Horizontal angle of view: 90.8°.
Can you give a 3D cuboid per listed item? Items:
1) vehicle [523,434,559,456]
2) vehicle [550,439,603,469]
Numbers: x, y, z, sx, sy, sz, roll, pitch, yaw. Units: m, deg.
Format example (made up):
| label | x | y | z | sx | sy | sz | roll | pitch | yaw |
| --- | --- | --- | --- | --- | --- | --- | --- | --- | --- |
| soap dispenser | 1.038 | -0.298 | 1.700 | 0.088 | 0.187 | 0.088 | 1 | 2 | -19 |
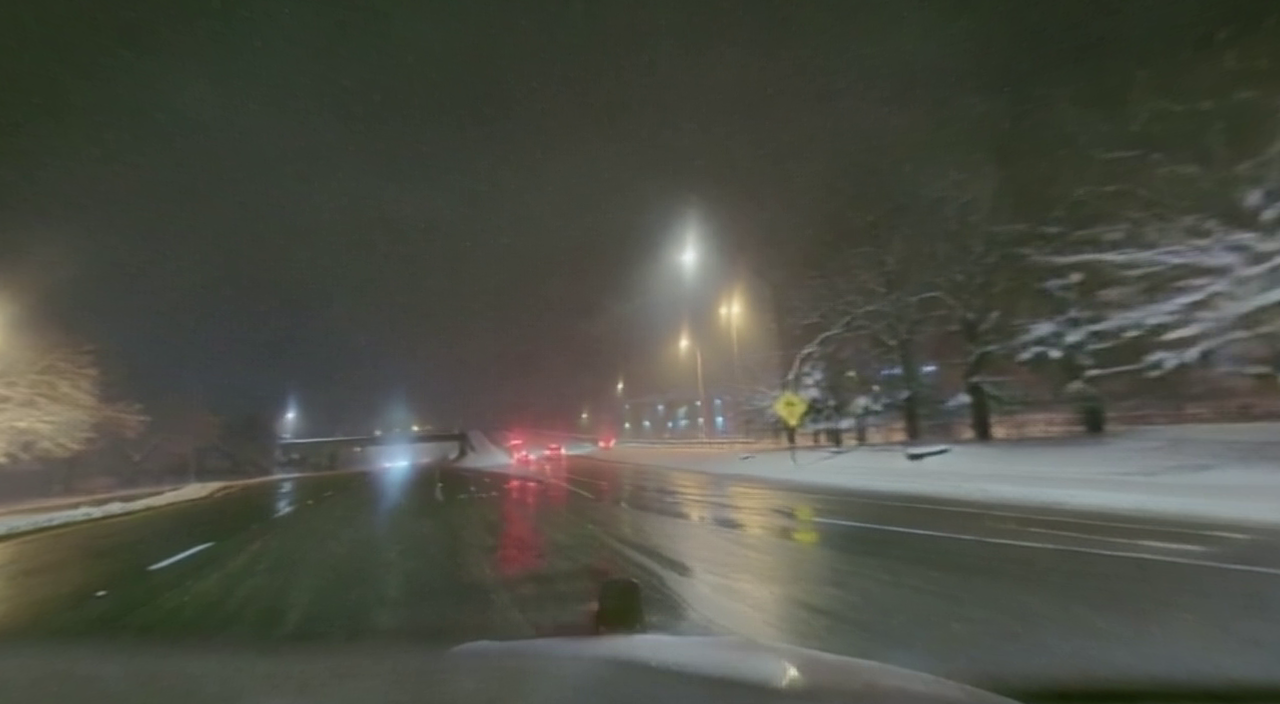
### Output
| label | x | y | z | sx | sy | sz | roll | pitch | yaw |
| --- | --- | --- | --- | --- | --- | --- | --- | --- | --- |
| vehicle | -7.784 | 7.272 | 49.269 | 2.007 | 1.605 | 3.852 | 3 | -9 | -21 |
| vehicle | -3.529 | 5.536 | 34.410 | 2.048 | 1.516 | 3.874 | 3 | -9 | -19 |
